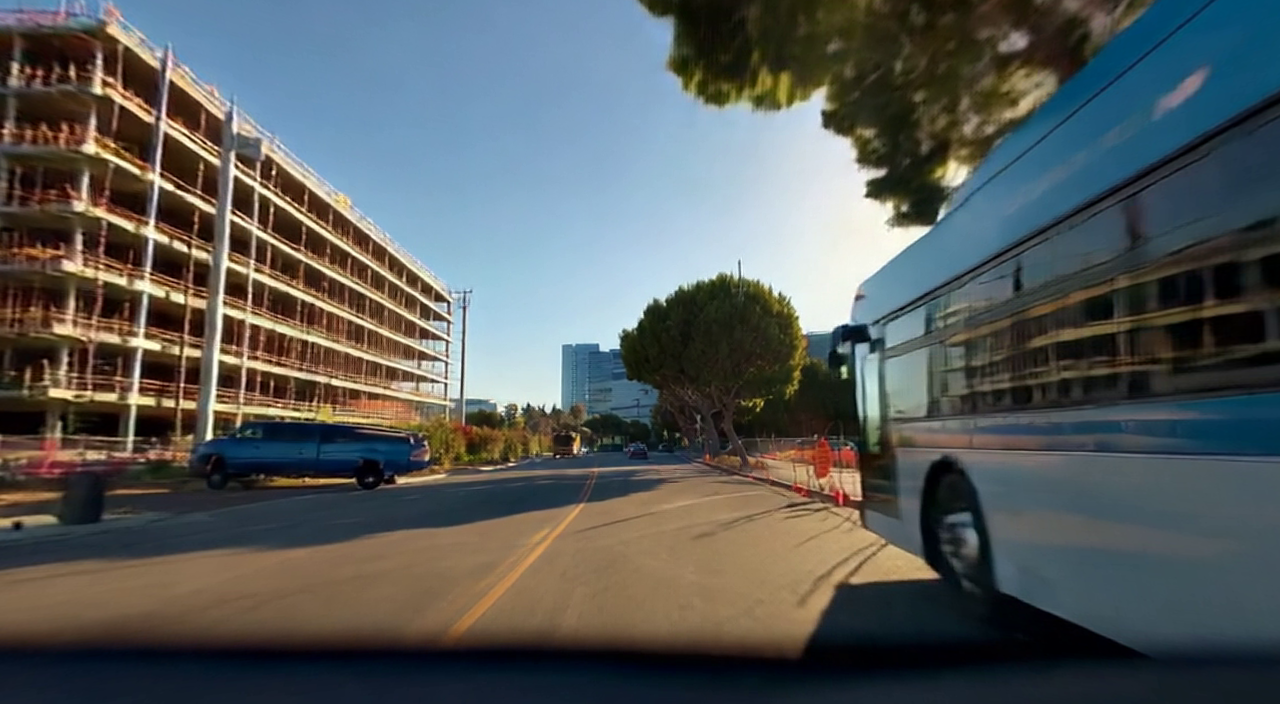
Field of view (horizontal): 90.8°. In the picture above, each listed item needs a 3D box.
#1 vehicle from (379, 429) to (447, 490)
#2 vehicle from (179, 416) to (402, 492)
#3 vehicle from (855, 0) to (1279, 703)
[{"bbox_3d":[-8.307,3.909,23.295,1.515,2.074,2.668,0,-8,-1],"label":"vehicle"},{"bbox_3d":[-13.723,4.111,25.501,7.067,2.785,2.980,2,-9,-9],"label":"vehicle"},{"bbox_3d":[3.830,-0.204,1.079,3.040,3.424,12.508,0,-9,2],"label":"vehicle"}]
